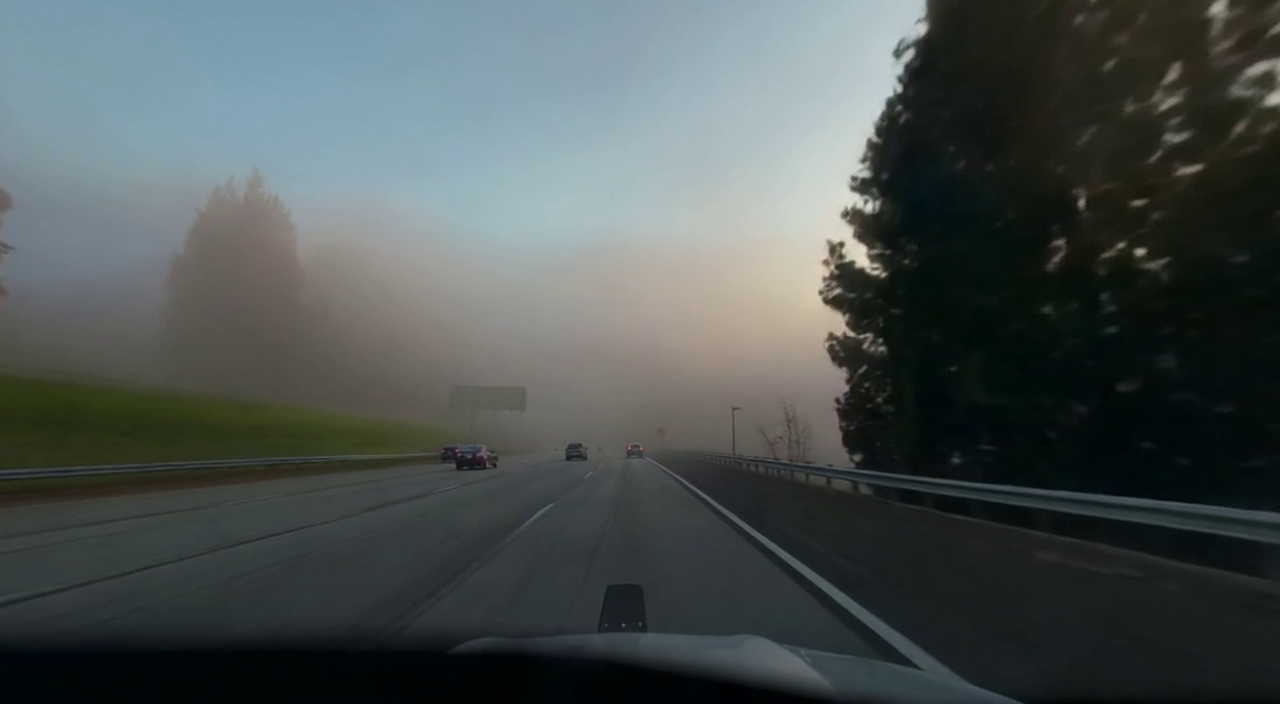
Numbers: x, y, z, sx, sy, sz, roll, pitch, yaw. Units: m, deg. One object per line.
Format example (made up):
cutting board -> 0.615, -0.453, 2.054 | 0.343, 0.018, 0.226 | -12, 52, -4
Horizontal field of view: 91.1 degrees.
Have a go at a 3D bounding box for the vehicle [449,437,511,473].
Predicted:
vehicle -> -8.009, 5.194, 31.851 | 2.015, 1.651, 4.432 | 0, -8, -1

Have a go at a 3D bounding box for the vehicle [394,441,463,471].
vehicle -> -11.555, 5.691, 34.725 | 2.100, 1.537, 5.092 | 0, -8, -1

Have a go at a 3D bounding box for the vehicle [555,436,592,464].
vehicle -> -4.429, 6.629, 42.611 | 2.138, 1.833, 4.622 | 0, -8, -2
